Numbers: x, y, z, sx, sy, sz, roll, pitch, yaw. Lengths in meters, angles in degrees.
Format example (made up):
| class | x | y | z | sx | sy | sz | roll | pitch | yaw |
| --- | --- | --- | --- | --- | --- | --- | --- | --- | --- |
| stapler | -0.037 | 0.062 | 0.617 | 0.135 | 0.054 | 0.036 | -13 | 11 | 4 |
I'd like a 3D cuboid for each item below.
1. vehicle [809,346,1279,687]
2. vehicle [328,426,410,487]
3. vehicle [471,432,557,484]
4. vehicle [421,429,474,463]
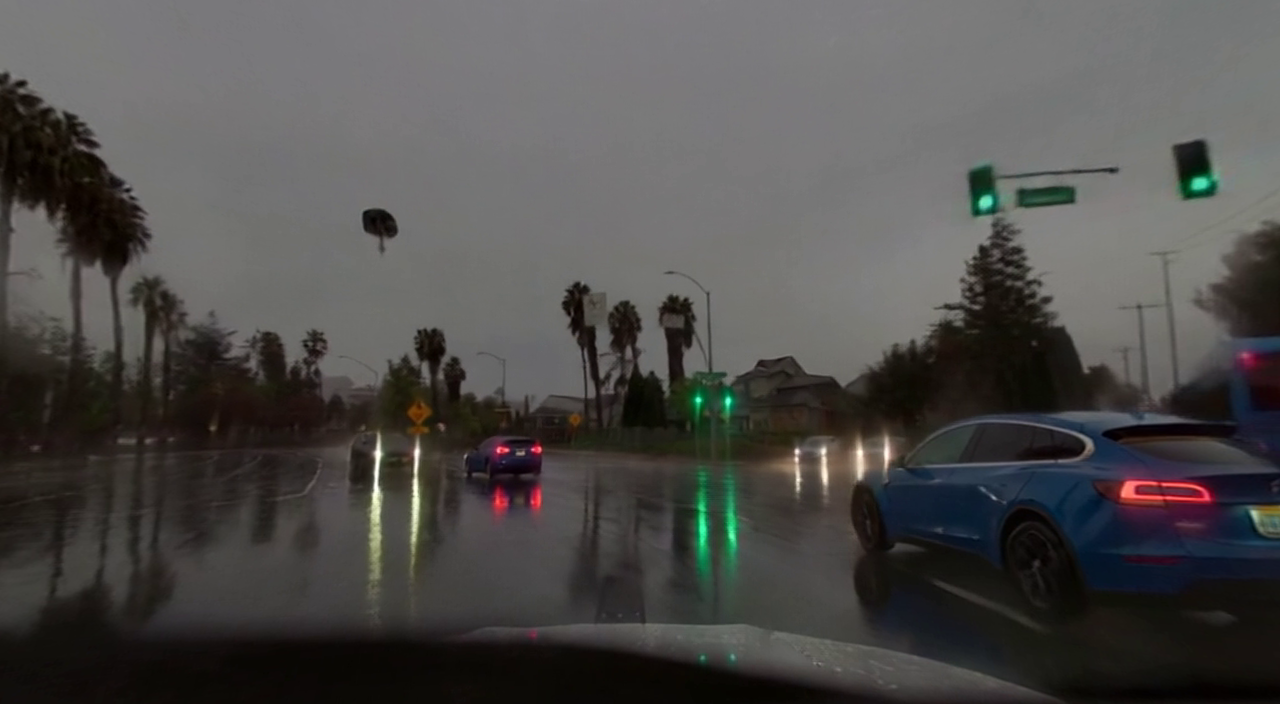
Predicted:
| class | x | y | z | sx | sy | sz | roll | pitch | yaw |
| --- | --- | --- | --- | --- | --- | --- | --- | --- | --- |
| vehicle | 3.542 | 1.229 | 6.018 | 2.205 | 1.803 | 5.135 | 1 | -8 | -3 |
| vehicle | -9.796 | 3.665 | 22.595 | 2.283 | 1.878 | 5.384 | 4 | -9 | -26 |
| vehicle | -4.813 | 3.895 | 23.530 | 2.341 | 1.709 | 4.466 | 3 | -9 | -21 |
| vehicle | -11.810 | 5.693 | 38.480 | 2.272 | 1.891 | 4.562 | 4 | -9 | -26 |
